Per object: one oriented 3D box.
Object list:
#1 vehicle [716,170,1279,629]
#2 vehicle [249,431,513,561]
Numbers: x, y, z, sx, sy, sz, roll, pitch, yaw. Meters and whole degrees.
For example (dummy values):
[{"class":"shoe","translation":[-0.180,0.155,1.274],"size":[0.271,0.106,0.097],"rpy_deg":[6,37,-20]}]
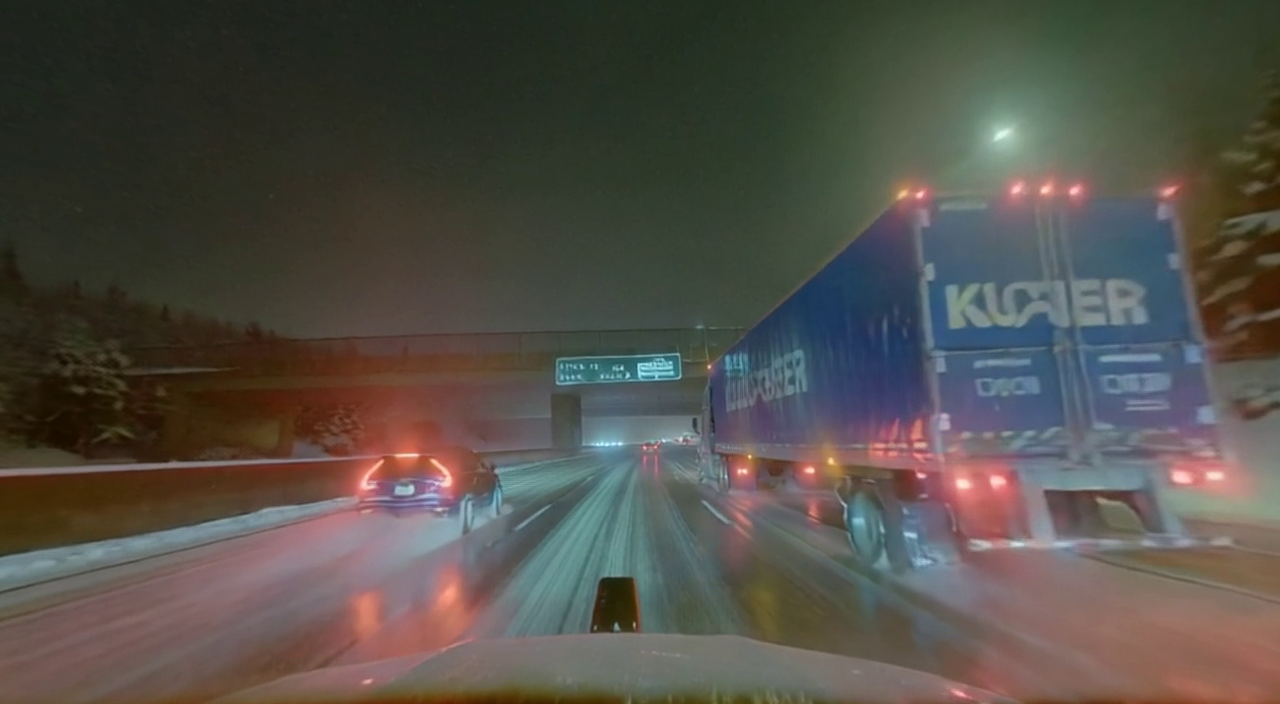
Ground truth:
[{"class":"vehicle","translation":[3.793,1.088,10.677],"size":[3.306,3.531,11.717],"rpy_deg":[0,-8,-1]},{"class":"vehicle","translation":[-3.612,2.076,9.964],"size":[2.276,1.551,4.484],"rpy_deg":[0,-8,0]}]
